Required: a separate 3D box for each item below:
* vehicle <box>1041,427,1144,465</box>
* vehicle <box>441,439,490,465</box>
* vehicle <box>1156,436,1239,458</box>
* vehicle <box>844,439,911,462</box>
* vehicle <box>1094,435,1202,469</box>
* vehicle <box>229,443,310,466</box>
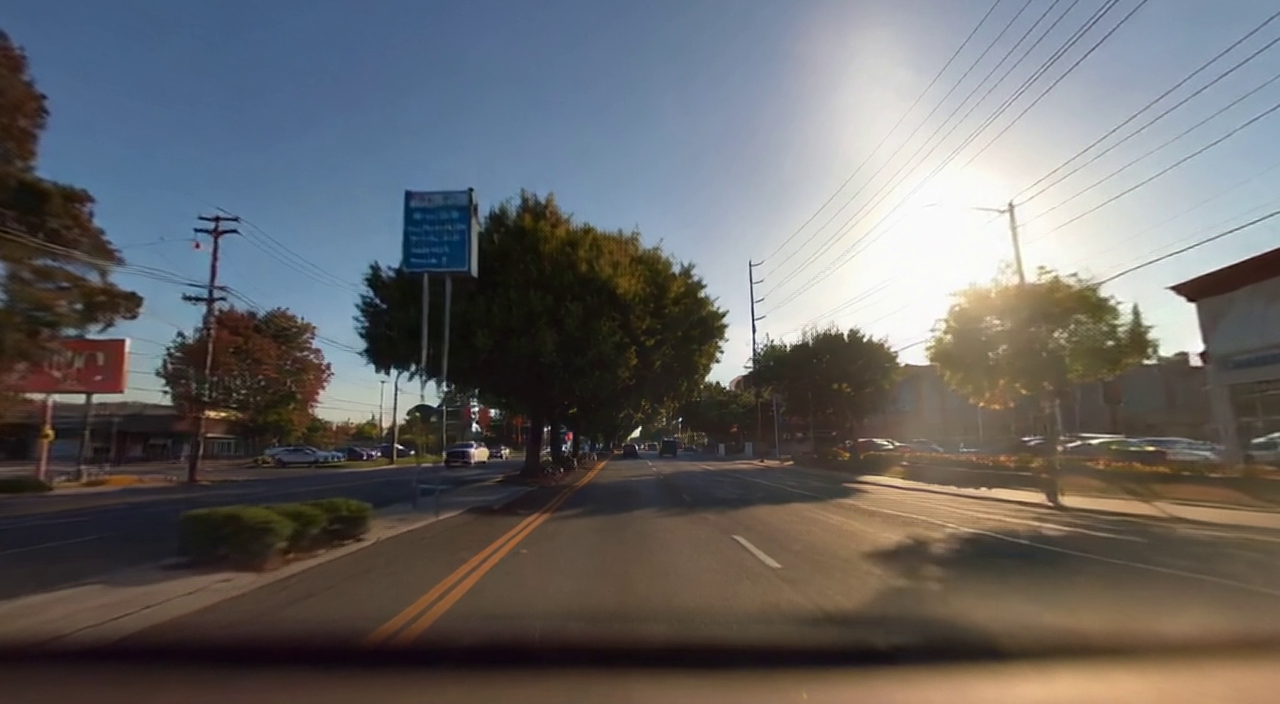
[{"bbox_3d":[24.556,5.158,34.550,2.136,1.872,4.695,-1,-9,2],"label":"vehicle"},{"bbox_3d":[-12.944,7.481,47.300,2.057,1.795,5.300,0,-9,1],"label":"vehicle"},{"bbox_3d":[40.393,6.921,45.945,1.986,1.538,4.484,0,-8,2],"label":"vehicle"},{"bbox_3d":[17.700,7.366,47.184,4.264,1.428,1.822,-3,-10,4],"label":"vehicle"},{"bbox_3d":[27.283,5.359,34.157,2.066,1.655,4.485,-2,-8,1],"label":"vehicle"},{"bbox_3d":[-28.899,8.022,49.433,4.886,1.698,2.224,0,-9,-3],"label":"vehicle"}]
